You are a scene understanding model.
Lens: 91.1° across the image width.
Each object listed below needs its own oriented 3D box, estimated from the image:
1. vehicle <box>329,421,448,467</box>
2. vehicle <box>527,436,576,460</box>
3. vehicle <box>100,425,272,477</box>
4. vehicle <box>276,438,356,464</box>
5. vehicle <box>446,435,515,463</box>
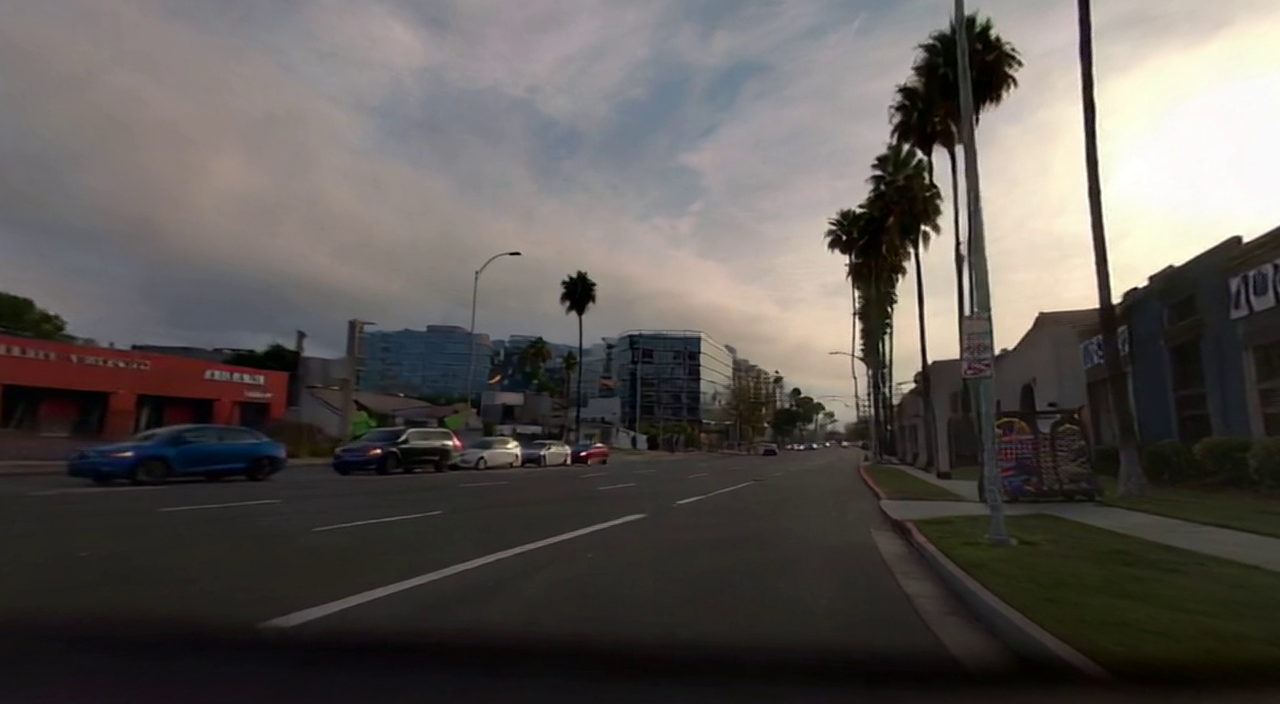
[{"bbox_3d":[-11.829,4.427,30.111,2.184,1.904,5.617,-5,-10,18],"label":"vehicle"},{"bbox_3d":[-6.430,7.016,45.994,1.858,1.599,4.104,-3,-9,19],"label":"vehicle"},{"bbox_3d":[-14.810,3.244,20.824,1.857,1.474,4.291,-5,-9,17],"label":"vehicle"},{"bbox_3d":[-19.472,5.952,37.919,1.806,1.500,4.118,-3,-9,18],"label":"vehicle"},{"bbox_3d":[-9.205,5.670,36.715,1.813,1.535,4.306,-3,-9,19],"label":"vehicle"}]
